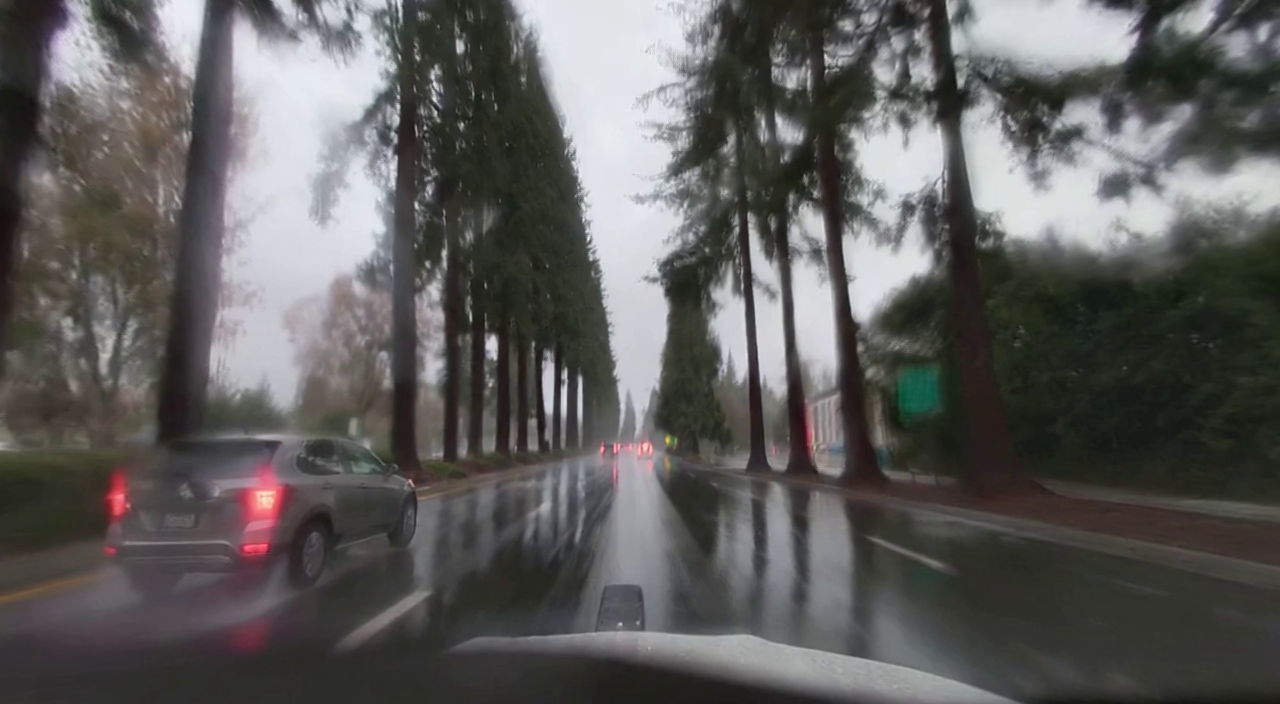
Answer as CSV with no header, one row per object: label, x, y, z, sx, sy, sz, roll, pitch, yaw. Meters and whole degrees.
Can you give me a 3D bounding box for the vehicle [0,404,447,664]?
vehicle,-3.483,1.433,6.050,1.942,1.588,4.172,0,-9,0
